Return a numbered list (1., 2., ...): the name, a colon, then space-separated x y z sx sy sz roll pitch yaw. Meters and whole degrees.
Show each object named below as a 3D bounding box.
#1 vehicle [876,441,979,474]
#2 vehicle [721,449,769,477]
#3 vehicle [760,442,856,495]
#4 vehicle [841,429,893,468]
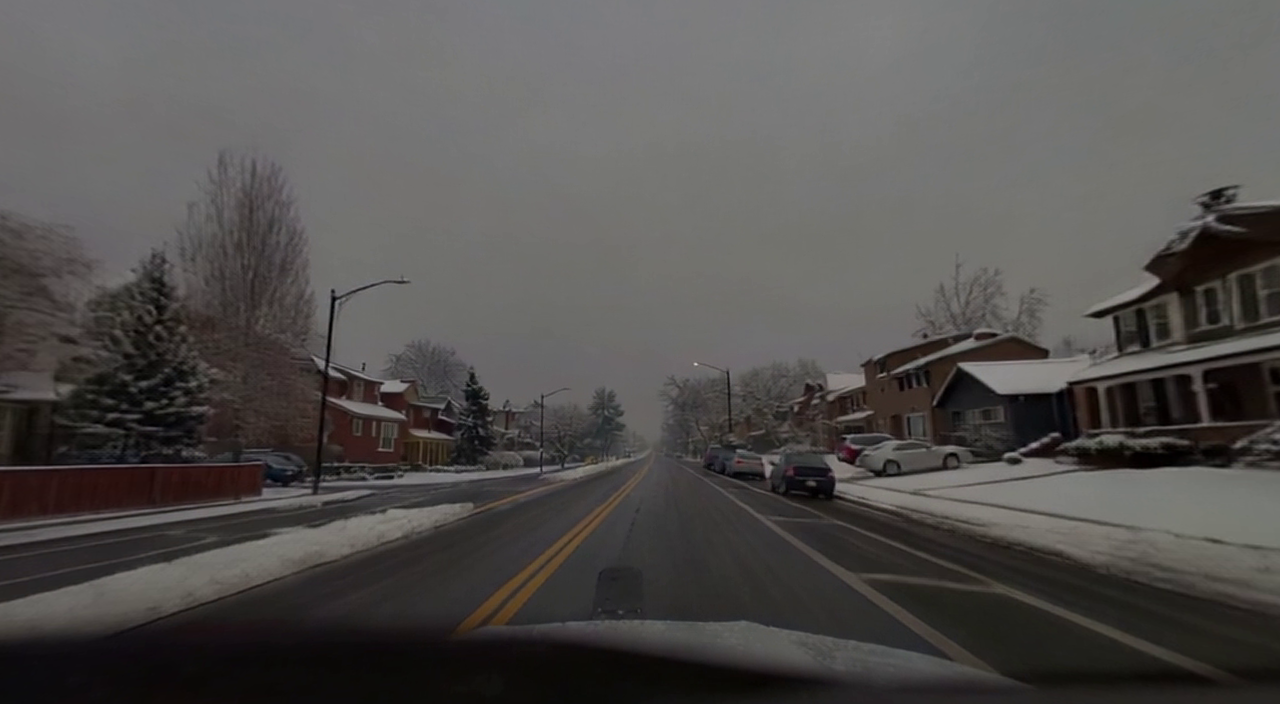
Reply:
1. vehicle: 14.172 5.203 31.330 4.132 1.535 1.923 -1 -8 3
2. vehicle: 6.102 6.466 37.103 1.938 1.464 4.390 -1 -8 -2
3. vehicle: 5.541 3.941 21.581 1.971 1.558 4.895 0 -10 0
4. vehicle: 13.883 5.840 38.359 2.330 2.123 6.314 -4 -9 25
